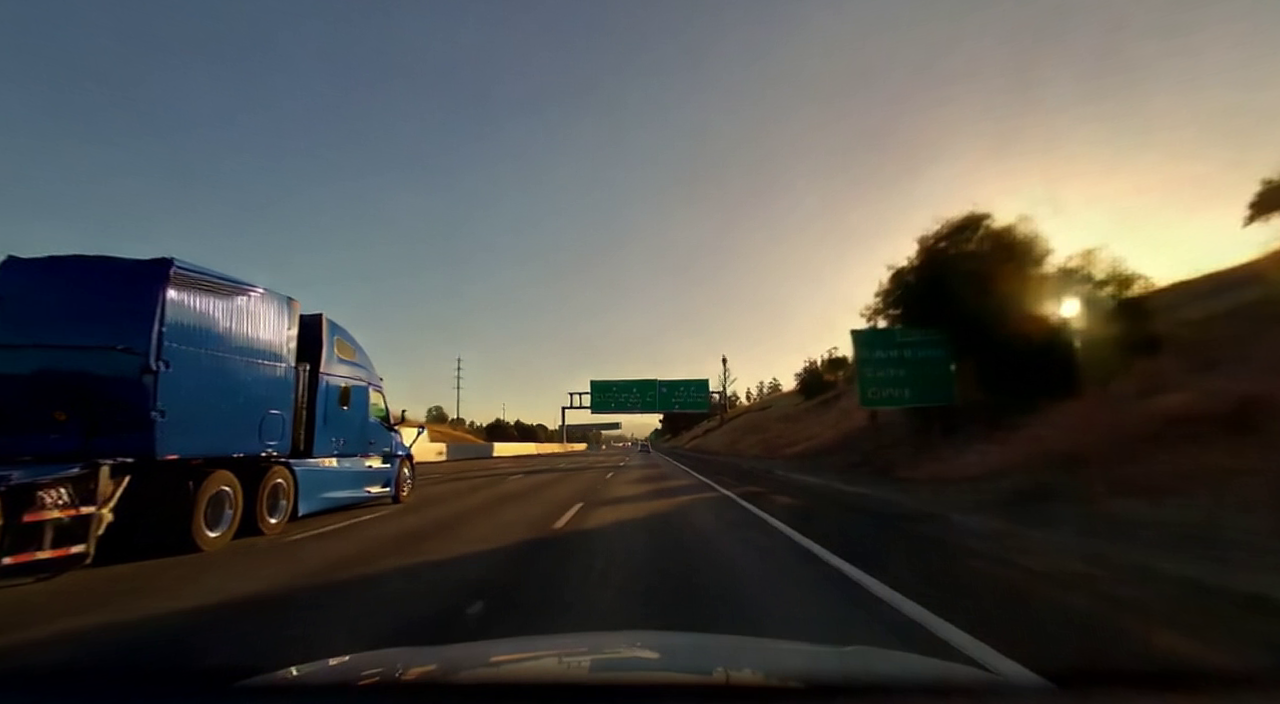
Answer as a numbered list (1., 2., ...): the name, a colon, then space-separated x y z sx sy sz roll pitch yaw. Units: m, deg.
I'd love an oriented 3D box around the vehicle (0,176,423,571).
1. vehicle: -6.836 0.763 10.563 2.996 3.947 8.600 0 -9 2
